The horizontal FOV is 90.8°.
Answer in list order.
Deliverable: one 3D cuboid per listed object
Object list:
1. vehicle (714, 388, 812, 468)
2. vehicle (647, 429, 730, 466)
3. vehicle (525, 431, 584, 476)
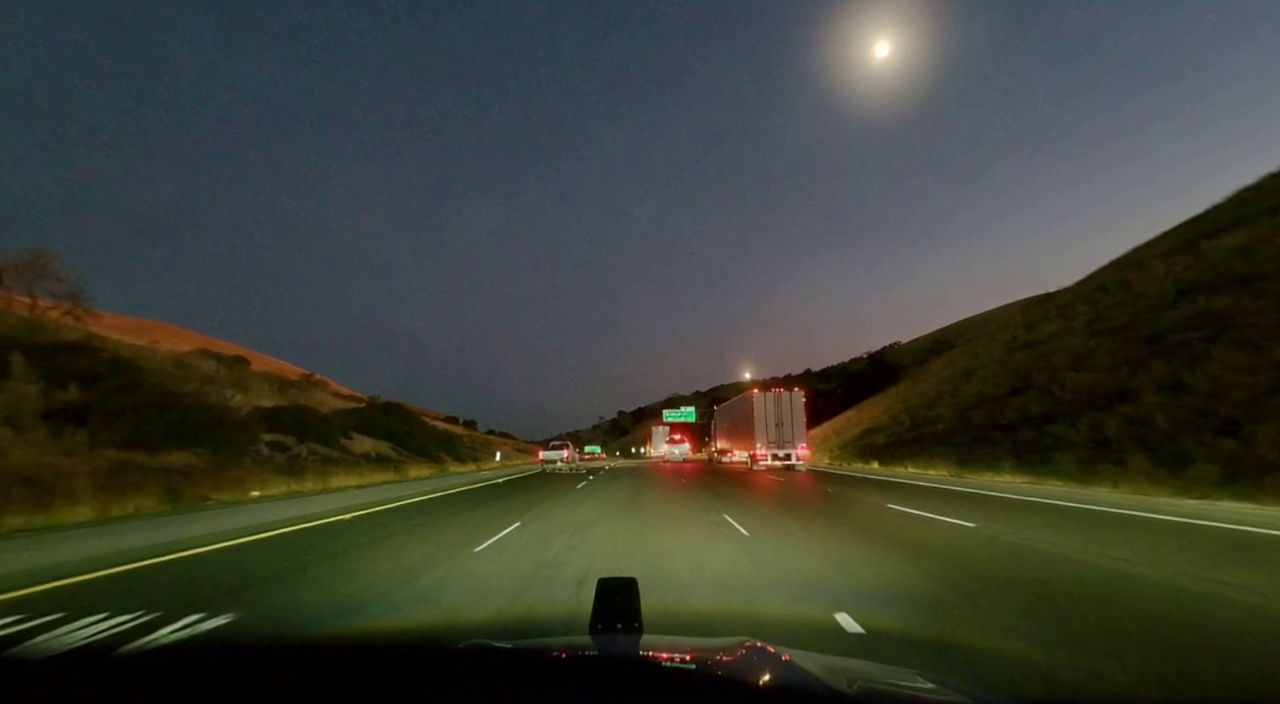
[{"bbox_3d":[7.394,5.239,41.369,2.935,4.187,16.357,0,-9,-1],"label":"vehicle"},{"bbox_3d":[3.062,6.171,40.832,5.075,2.277,2.365,0,-9,-2],"label":"vehicle"},{"bbox_3d":[-4.016,4.892,30.542,2.193,1.977,4.759,0,-9,0],"label":"vehicle"}]
